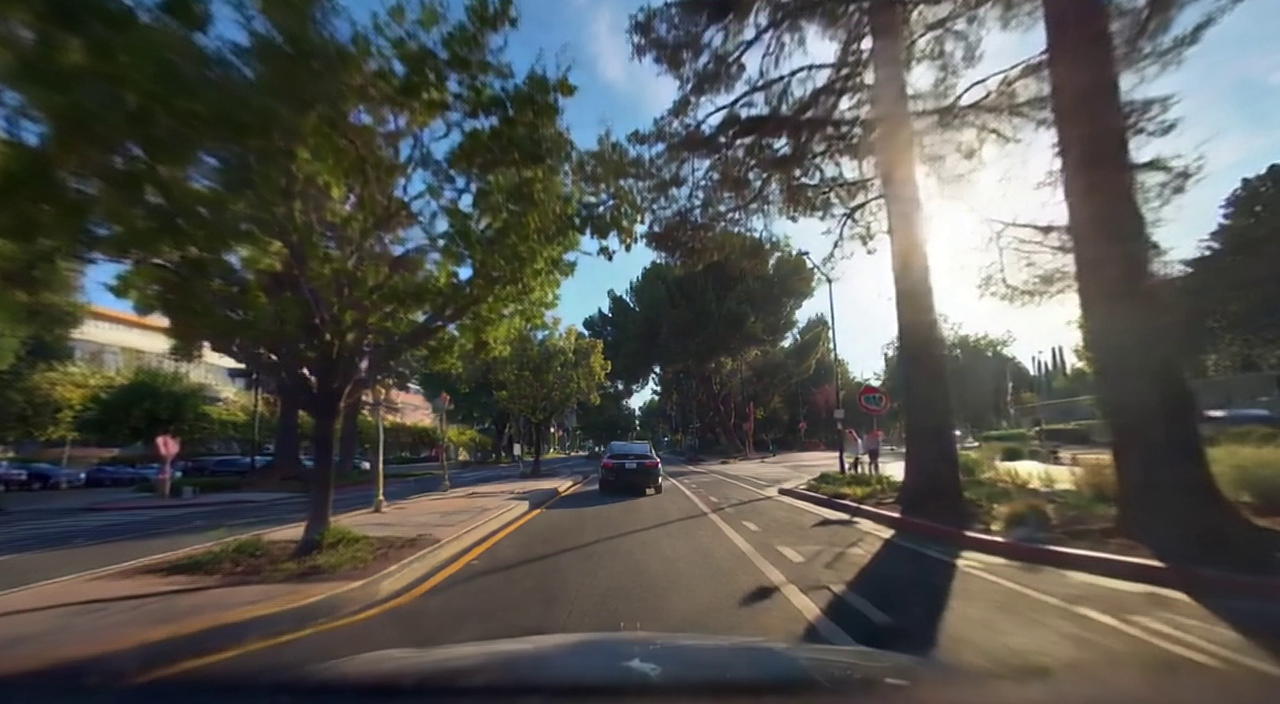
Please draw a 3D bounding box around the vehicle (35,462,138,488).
[{"bbox_3d":[-35.359,7.876,40.464,4.500,1.542,2.155,0,-9,-1],"label":"vehicle"}]

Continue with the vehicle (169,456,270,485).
[{"bbox_3d":[-22.957,6.469,34.597,4.038,1.531,2.015,0,-9,-3],"label":"vehicle"}]

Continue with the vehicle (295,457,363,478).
[{"bbox_3d":[-23.173,8.618,47.216,4.086,1.478,1.844,0,-8,-4],"label":"vehicle"}]

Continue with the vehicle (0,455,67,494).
[{"bbox_3d":[-35.745,6.840,35.362,5.087,1.999,2.056,0,-8,-2],"label":"vehicle"}]

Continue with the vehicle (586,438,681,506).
[{"bbox_3d":[-0.197,3.141,17.023,2.221,1.570,4.398,0,-8,-1],"label":"vehicle"}]
